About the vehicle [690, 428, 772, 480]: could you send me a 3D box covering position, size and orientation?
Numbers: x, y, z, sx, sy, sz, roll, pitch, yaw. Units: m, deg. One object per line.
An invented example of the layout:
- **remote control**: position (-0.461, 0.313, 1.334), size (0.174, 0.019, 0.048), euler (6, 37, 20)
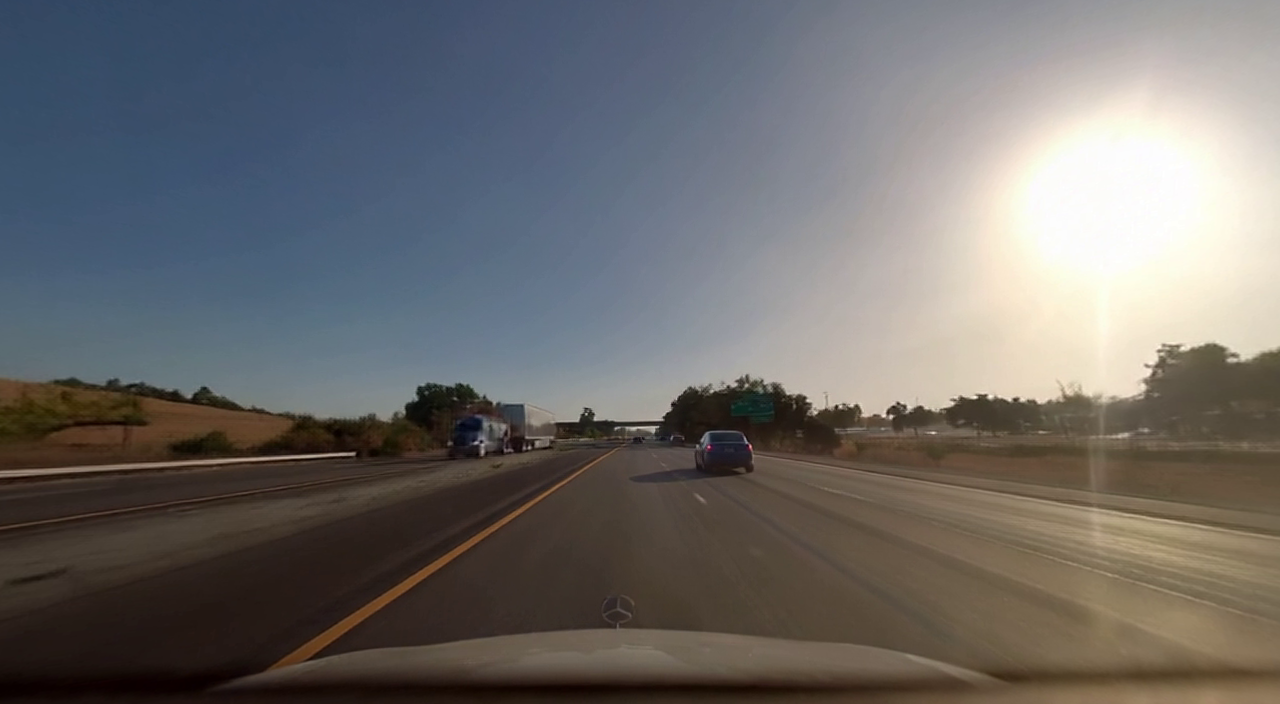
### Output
- **vehicle**: position (2.969, 3.413, 21.455), size (2.084, 1.583, 4.420), euler (0, -8, -1)

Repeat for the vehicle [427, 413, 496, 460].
- **vehicle**: position (-12.276, 5.912, 43.904), size (2.724, 2.955, 6.969), euler (0, -8, 1)
